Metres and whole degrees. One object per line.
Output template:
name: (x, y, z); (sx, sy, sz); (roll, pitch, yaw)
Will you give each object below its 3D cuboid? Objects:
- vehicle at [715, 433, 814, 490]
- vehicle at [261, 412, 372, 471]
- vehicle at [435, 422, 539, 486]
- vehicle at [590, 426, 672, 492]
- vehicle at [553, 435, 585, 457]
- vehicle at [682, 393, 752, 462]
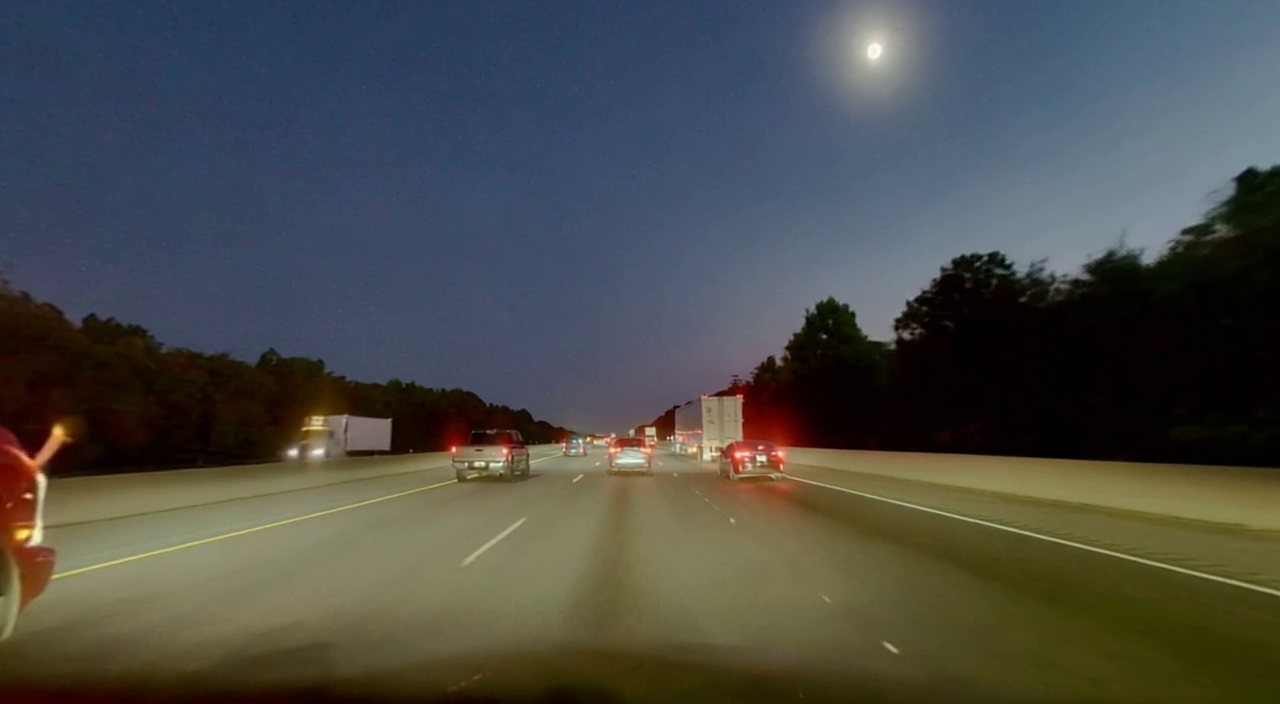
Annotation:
vehicle: (3.494, 3.142, 18.530); (1.951, 1.477, 3.963); (0, -8, -2)
vehicle: (-20.923, 5.840, 41.486); (2.853, 3.451, 8.485); (0, -8, -1)
vehicle: (-4.621, 3.156, 19.872); (2.101, 1.767, 4.702); (0, -8, 0)
vehicle: (-0.271, 2.961, 17.841); (2.083, 1.647, 3.799); (0, -8, -2)
vehicle: (-5.517, 7.343, 49.269); (1.971, 1.648, 3.983); (0, -8, 0)
vehicle: (5.071, 5.479, 44.891); (2.888, 4.135, 14.071); (0, -8, -1)
